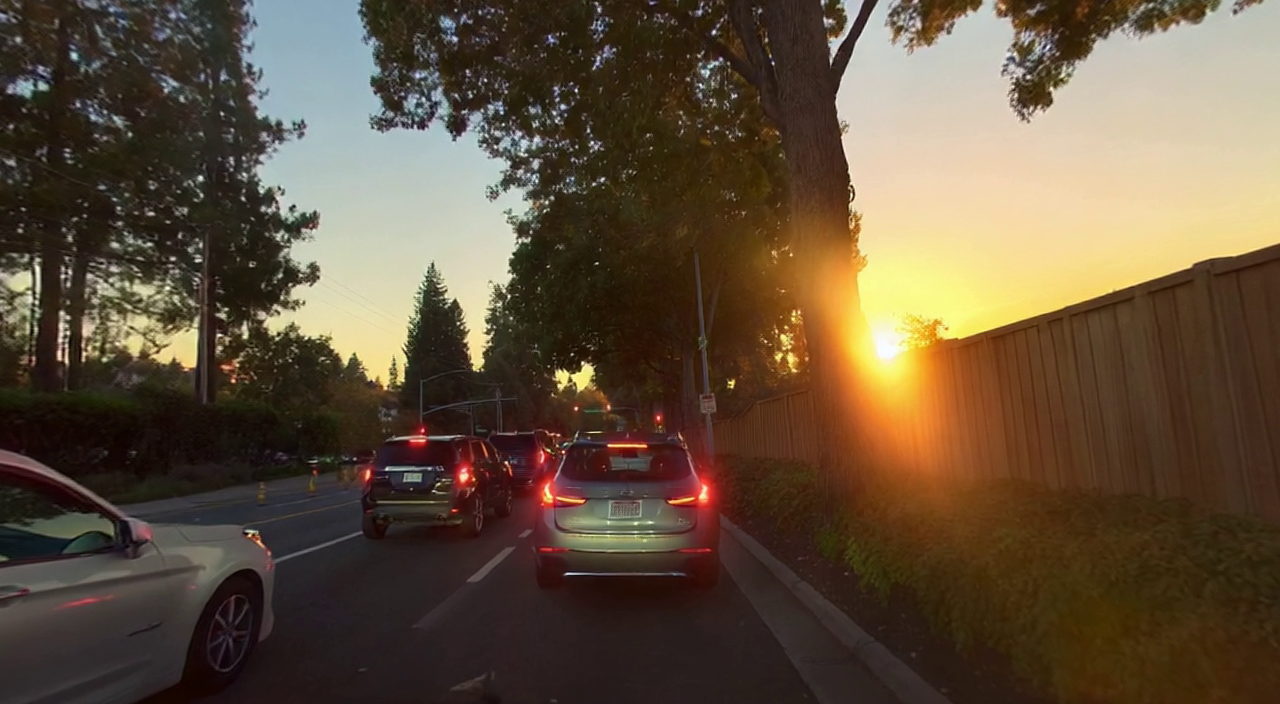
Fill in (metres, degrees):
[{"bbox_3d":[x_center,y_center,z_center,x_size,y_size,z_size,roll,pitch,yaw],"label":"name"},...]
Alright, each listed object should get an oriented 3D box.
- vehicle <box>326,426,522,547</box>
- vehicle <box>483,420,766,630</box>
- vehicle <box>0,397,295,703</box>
[{"bbox_3d":[-3.223,2.064,10.270,1.850,1.582,3.688,0,-8,0],"label":"vehicle"},{"bbox_3d":[-0.139,1.510,6.445,1.995,1.460,3.865,0,-8,-1],"label":"vehicle"},{"bbox_3d":[-3.166,0.837,1.583,1.980,1.520,4.636,0,-8,0],"label":"vehicle"}]
